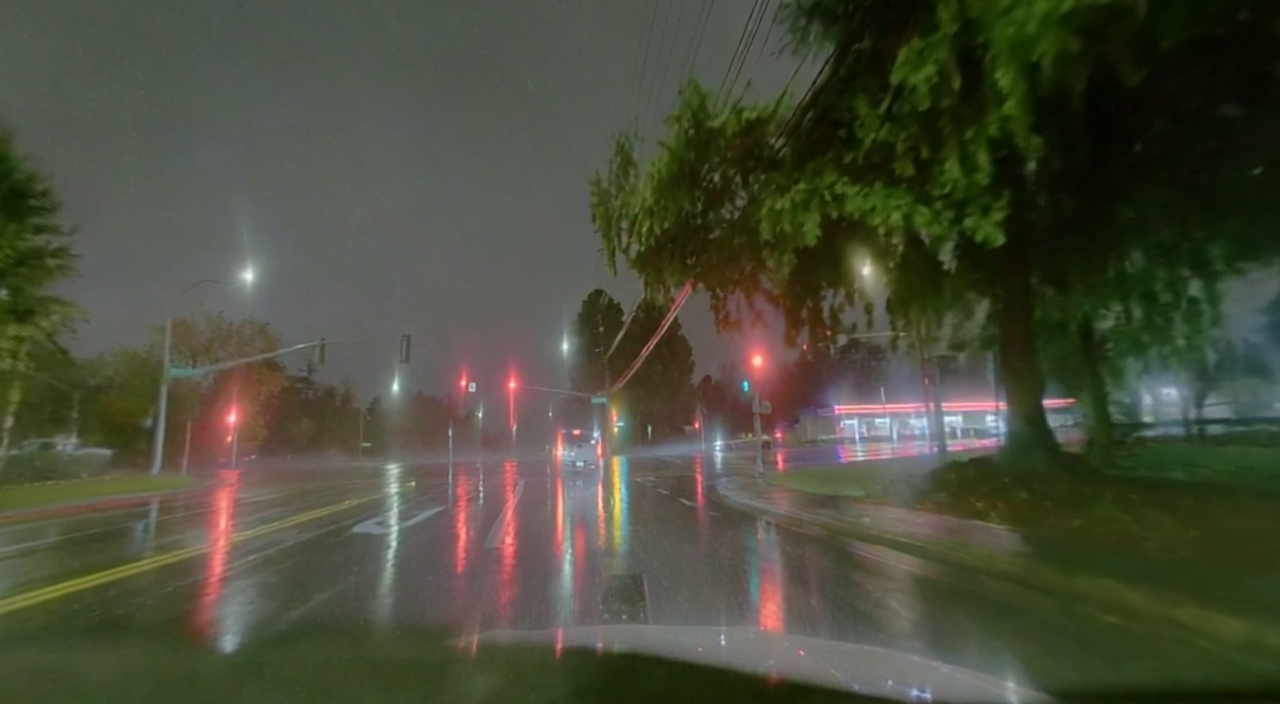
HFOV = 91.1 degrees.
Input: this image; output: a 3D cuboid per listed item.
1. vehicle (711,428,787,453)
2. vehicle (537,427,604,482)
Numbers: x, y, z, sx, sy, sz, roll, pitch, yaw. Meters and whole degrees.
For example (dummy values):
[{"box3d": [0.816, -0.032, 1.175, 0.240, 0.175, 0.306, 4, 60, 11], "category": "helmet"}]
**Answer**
[{"box3d": [7.972, 6.533, 46.252, 5.149, 1.725, 1.964, 0, -8, -7], "category": "vehicle"}, {"box3d": [-2.693, 3.909, 24.096, 2.300, 1.868, 4.690, 1, -9, -7], "category": "vehicle"}]
